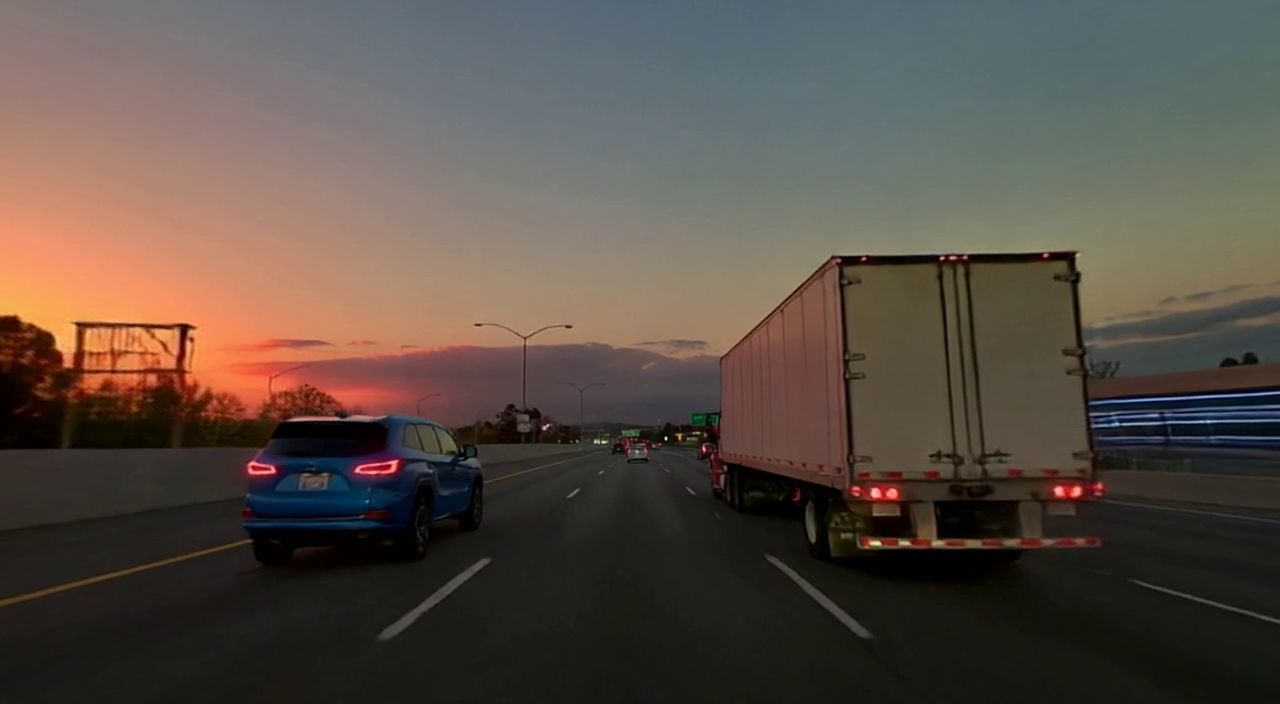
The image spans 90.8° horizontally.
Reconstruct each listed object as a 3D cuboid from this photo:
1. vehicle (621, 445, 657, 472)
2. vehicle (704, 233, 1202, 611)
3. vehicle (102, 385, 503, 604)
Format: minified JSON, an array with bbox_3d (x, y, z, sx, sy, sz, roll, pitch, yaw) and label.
[{"bbox_3d":[-0.072,5.953,35.590,1.929,1.395,3.999,0,-8,0],"label":"vehicle"},{"bbox_3d":[3.242,1.350,11.026,2.934,3.325,10.986,0,-8,-1],"label":"vehicle"},{"bbox_3d":[-3.320,1.531,7.665,2.229,1.806,4.698,0,-8,0],"label":"vehicle"}]
